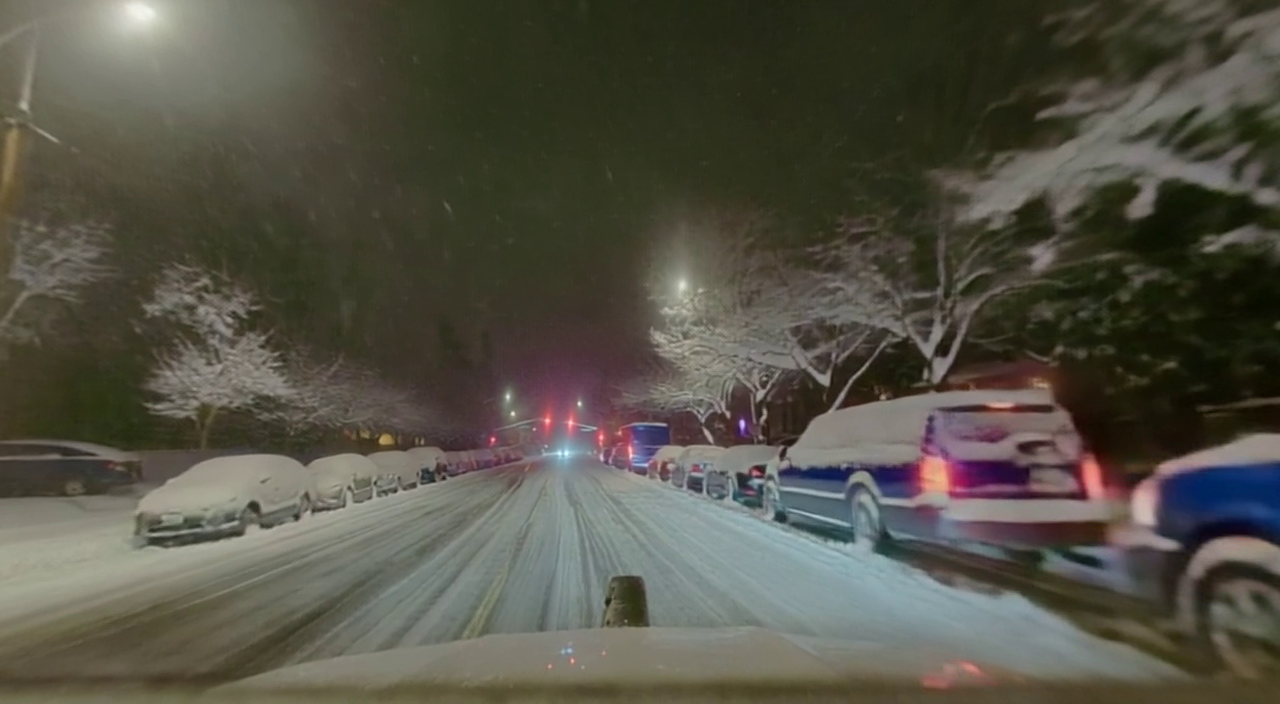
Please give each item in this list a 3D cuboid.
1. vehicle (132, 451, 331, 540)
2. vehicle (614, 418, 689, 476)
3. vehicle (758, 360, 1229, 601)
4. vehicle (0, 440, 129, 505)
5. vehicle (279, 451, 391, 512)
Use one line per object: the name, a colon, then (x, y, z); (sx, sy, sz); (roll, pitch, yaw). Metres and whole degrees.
vehicle: (-8.331, 2.891, 13.412); (1.950, 1.489, 4.214); (0, -9, -9)
vehicle: (0.458, 5.316, 35.411); (3.089, 2.882, 6.770); (1, -9, -9)
vehicle: (3.669, 1.579, 8.766); (2.309, 2.035, 6.647); (0, -9, -4)
vehicle: (-17.606, 3.387, 17.790); (4.422, 1.689, 2.021); (0, -9, -6)
vehicle: (-8.823, 3.718, 18.614); (1.775, 1.433, 4.011); (-1, -8, -8)
